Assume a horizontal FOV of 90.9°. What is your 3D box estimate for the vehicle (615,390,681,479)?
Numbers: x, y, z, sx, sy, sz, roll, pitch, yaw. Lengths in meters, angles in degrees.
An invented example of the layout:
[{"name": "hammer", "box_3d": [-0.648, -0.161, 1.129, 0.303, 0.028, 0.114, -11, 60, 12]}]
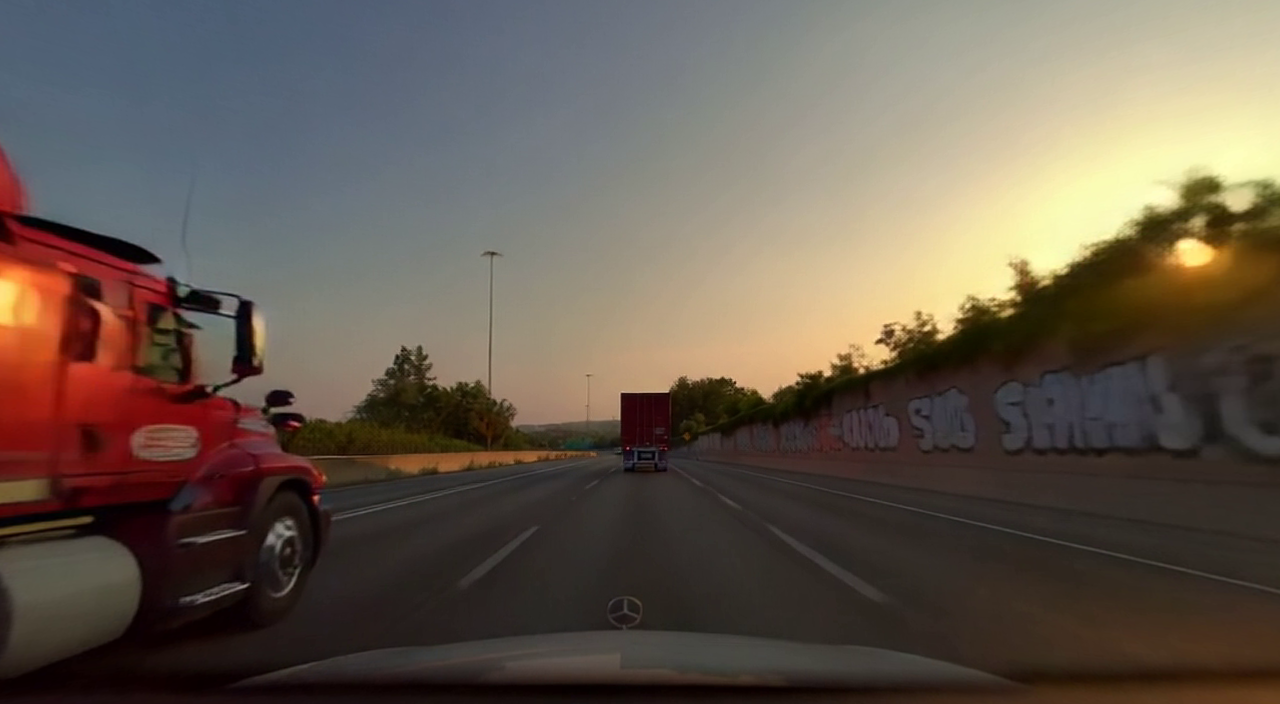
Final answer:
[{"name": "vehicle", "box_3d": [0.250, 4.447, 33.266, 2.900, 3.955, 10.151, 0, -9, -1]}]
